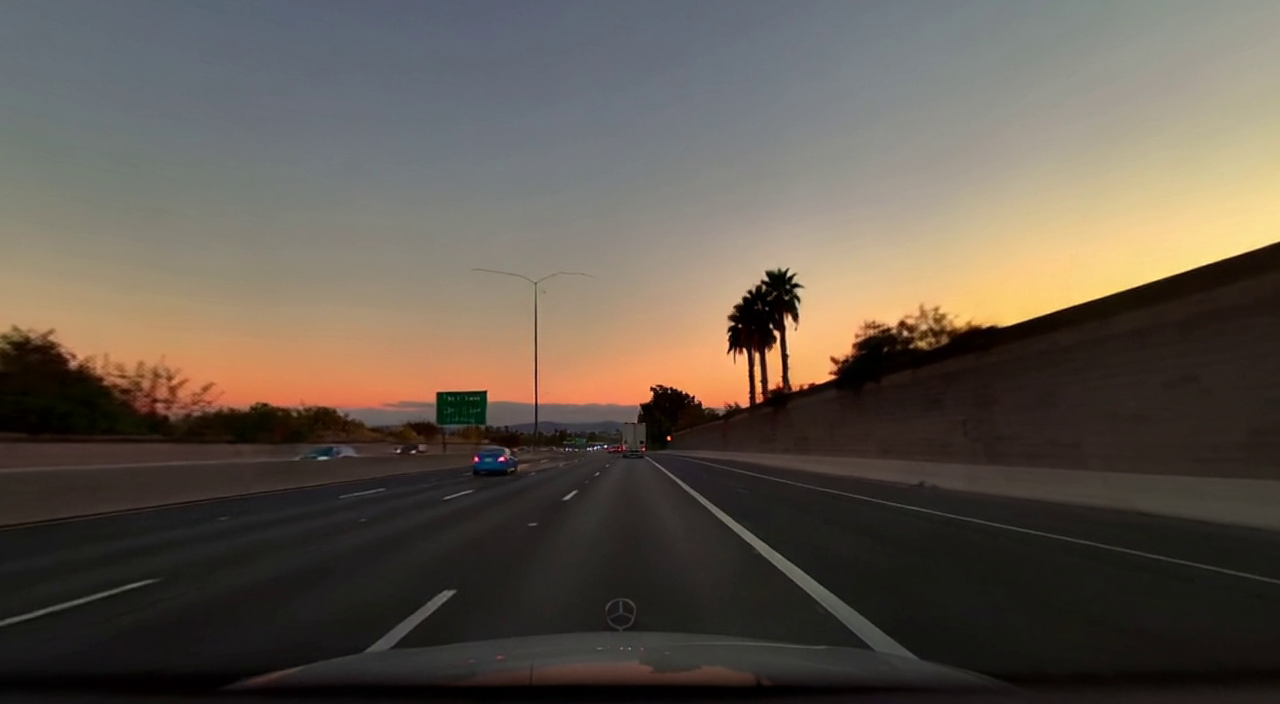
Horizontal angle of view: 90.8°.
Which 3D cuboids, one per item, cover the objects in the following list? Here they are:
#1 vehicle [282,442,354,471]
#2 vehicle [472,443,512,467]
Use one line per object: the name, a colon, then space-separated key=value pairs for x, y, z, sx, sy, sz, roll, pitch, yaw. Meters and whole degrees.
vehicle: x=-20.005 y=6.490 z=39.526 sx=2.041 sy=1.702 sz=4.717 roll=0 pitch=-9 yaw=-1
vehicle: x=-10.679 y=7.479 z=45.968 sx=1.897 sy=1.653 sz=4.113 roll=0 pitch=-9 yaw=0
